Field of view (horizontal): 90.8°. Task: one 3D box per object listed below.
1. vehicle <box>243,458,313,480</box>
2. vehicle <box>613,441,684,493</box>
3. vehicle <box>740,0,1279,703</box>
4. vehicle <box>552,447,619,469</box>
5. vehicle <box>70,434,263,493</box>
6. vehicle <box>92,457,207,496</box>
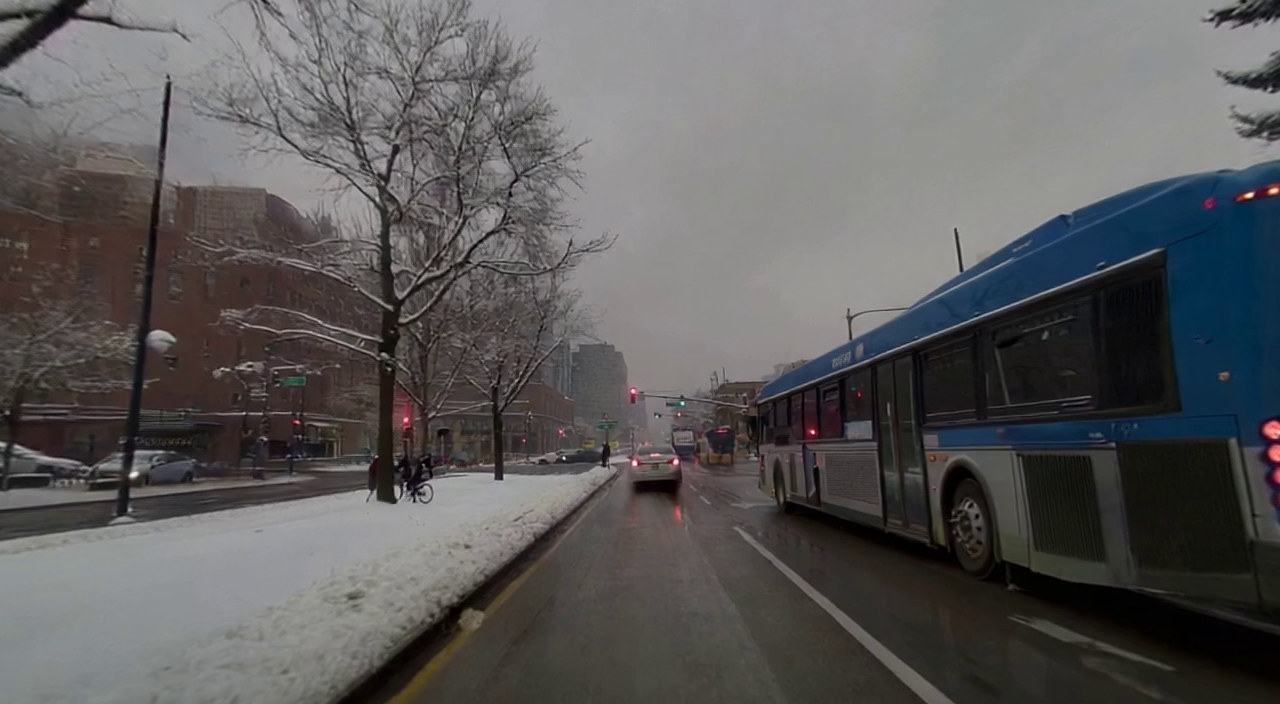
[{"bbox_3d":[-27.563,8.889,48.184,4.483,1.461,1.773,5,-10,-29],"label":"vehicle"},{"bbox_3d":[0.310,3.801,21.184,2.123,1.544,4.158,0,-8,1],"label":"vehicle"},{"bbox_3d":[3.423,0.117,4.102,3.250,3.731,13.693,0,-8,0],"label":"vehicle"},{"bbox_3d":[-3.776,7.338,43.879,4.417,1.490,1.816,-5,-10,31],"label":"vehicle"},{"bbox_3d":[-29.251,6.897,39.627,9.150,3.310,2.988,6,-12,-37],"label":"vehicle"},{"bbox_3d":[-26.014,6.545,33.600,4.570,1.858,1.942,7,-11,-40],"label":"vehicle"}]
